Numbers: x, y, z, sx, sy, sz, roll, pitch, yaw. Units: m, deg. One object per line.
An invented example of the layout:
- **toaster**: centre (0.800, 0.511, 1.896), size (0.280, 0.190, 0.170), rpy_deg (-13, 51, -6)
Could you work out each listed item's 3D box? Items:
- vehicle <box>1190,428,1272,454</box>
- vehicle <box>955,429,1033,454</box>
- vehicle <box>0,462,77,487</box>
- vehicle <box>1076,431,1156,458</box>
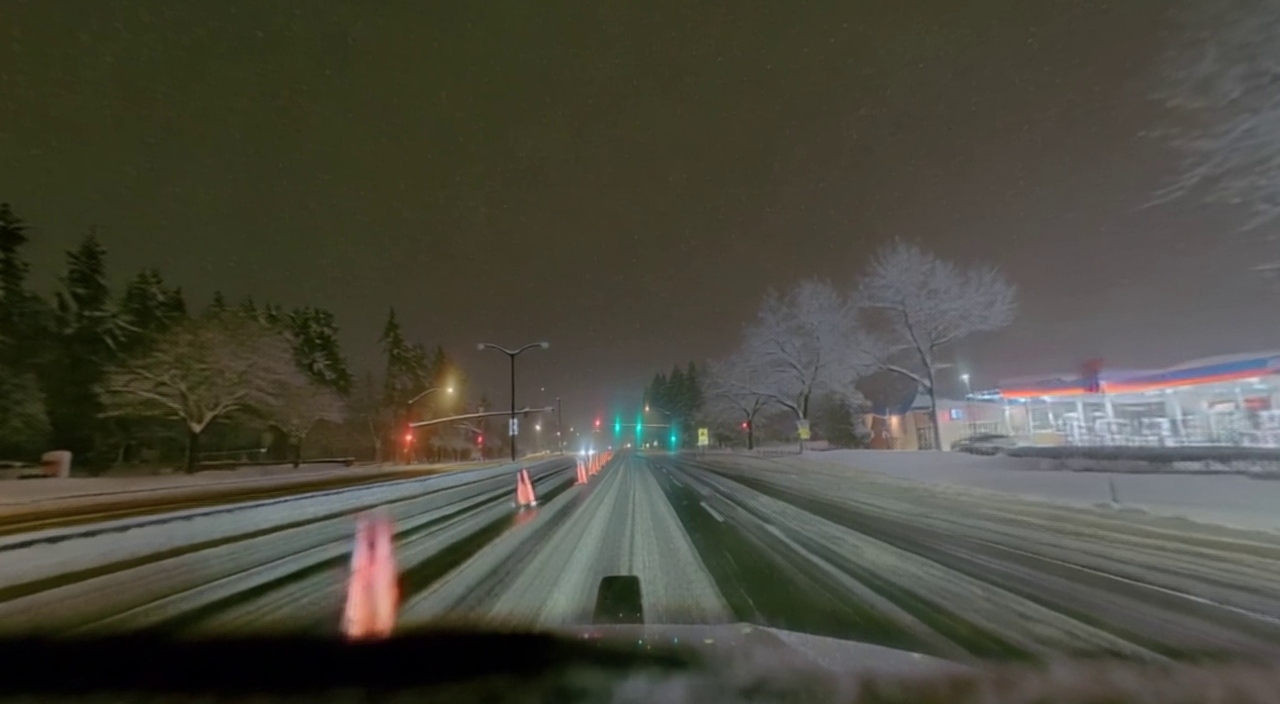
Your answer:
- **vehicle**: centre (38.033, 5.701, 40.769), size (1.661, 1.428, 3.702), rpy_deg (-2, -6, 0)
- **vehicle**: centre (20.746, 5.262, 37.083), size (3.526, 1.430, 1.698), rpy_deg (0, -8, 1)
- **vehicle**: centre (-39.340, 7.905, 40.926), size (1.676, 1.381, 4.392), rpy_deg (0, -8, 1)
- **vehicle**: centre (29.790, 5.814, 39.687), size (1.784, 1.567, 3.930), rpy_deg (-2, -9, -1)
